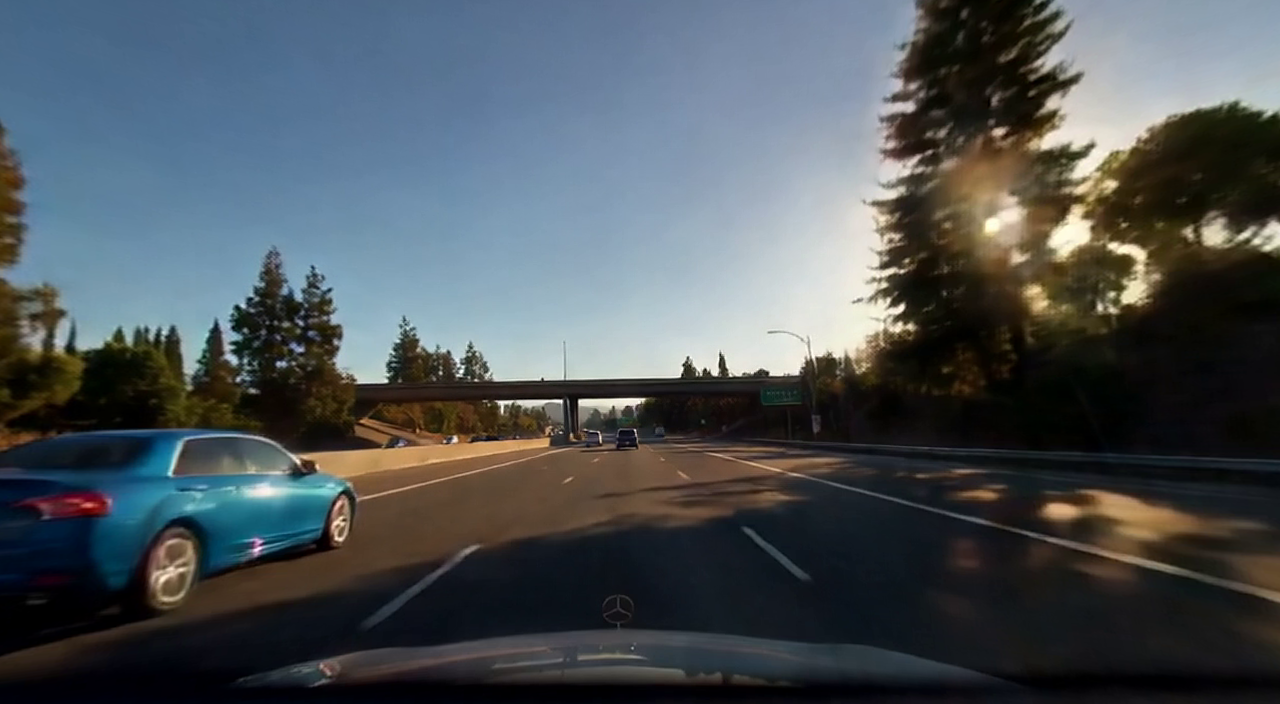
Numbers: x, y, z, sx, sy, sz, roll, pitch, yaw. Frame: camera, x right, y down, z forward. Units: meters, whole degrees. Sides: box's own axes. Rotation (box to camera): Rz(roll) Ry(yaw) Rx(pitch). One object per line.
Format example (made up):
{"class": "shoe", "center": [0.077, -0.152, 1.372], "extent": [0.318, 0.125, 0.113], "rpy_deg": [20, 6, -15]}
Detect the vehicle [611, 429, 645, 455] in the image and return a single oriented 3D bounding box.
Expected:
{"class": "vehicle", "center": [-0.782, 5.948, 41.578], "extent": [2.116, 1.625, 4.004], "rpy_deg": [0, -8, -1]}

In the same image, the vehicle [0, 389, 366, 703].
{"class": "vehicle", "center": [-4.137, 1.198, 4.869], "extent": [2.017, 1.537, 4.496], "rpy_deg": [0, -8, 0]}
